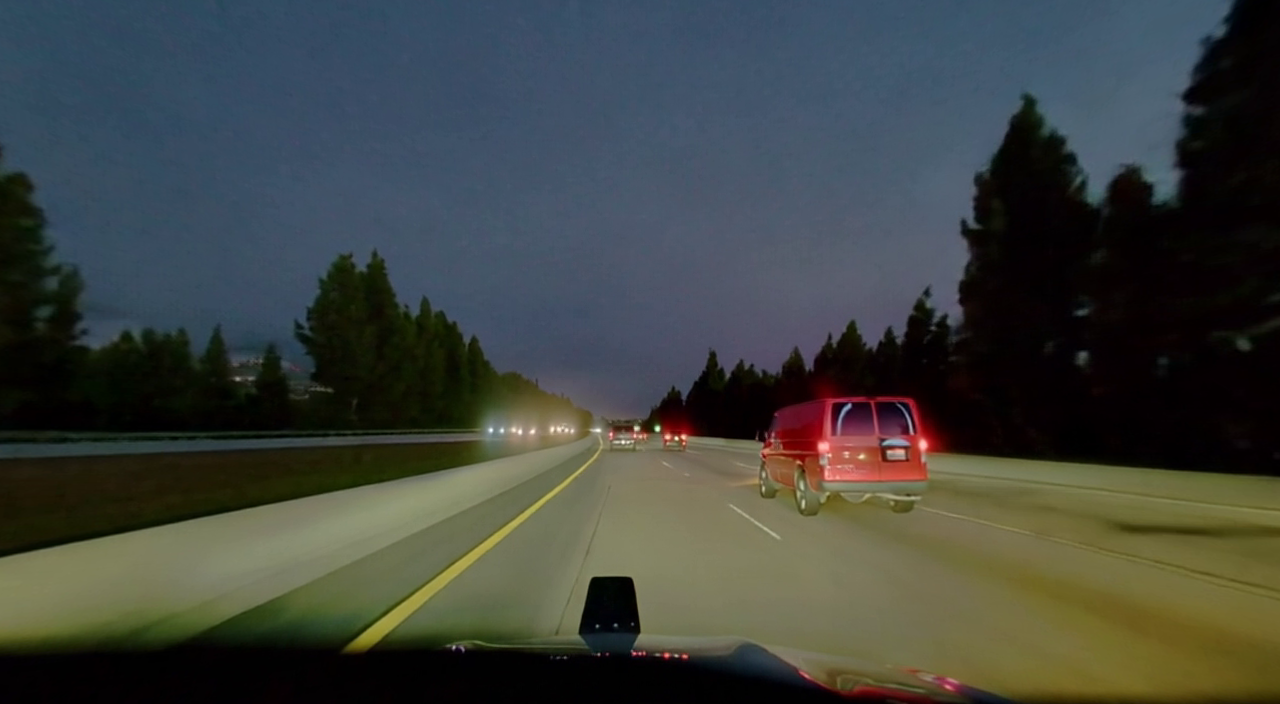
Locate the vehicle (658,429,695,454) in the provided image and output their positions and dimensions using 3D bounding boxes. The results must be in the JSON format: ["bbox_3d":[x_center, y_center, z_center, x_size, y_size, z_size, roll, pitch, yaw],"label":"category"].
[{"bbox_3d":[2.397,6.032,42.399,1.996,1.589,3.715,0,-8,-4],"label":"vehicle"}]

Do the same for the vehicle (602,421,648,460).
[{"bbox_3d":[-0.862,4.888,35.036,2.403,1.994,4.683,0,-8,-2],"label":"vehicle"}]
